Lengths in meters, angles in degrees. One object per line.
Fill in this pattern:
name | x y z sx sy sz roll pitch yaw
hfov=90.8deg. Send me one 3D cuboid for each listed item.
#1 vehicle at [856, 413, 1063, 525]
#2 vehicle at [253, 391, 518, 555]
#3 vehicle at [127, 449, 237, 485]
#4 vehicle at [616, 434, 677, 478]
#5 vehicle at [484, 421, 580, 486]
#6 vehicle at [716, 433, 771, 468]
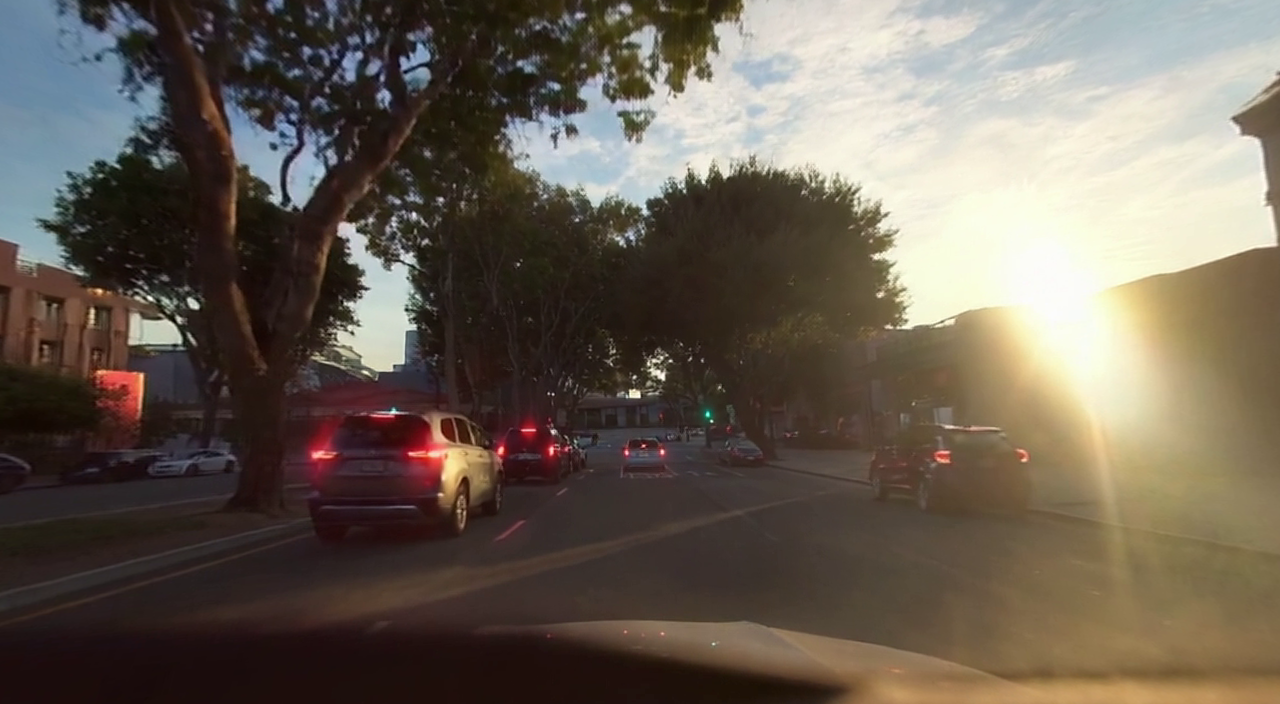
vehicle | 6.410 2.389 13.410 1.997 1.943 4.409 0 -9 0
vehicle | -3.530 1.816 10.101 2.223 1.957 4.845 0 -9 0
vehicle | -22.409 5.598 31.177 2.148 1.607 4.428 0 -9 -1
vehicle | 0.170 4.121 25.197 2.201 1.589 3.843 0 -9 -3
vehicle | -3.526 3.456 21.738 2.487 1.978 4.628 0 -9 0
vehicle | 5.981 5.771 37.079 2.300 1.903 4.579 0 -9 -1
